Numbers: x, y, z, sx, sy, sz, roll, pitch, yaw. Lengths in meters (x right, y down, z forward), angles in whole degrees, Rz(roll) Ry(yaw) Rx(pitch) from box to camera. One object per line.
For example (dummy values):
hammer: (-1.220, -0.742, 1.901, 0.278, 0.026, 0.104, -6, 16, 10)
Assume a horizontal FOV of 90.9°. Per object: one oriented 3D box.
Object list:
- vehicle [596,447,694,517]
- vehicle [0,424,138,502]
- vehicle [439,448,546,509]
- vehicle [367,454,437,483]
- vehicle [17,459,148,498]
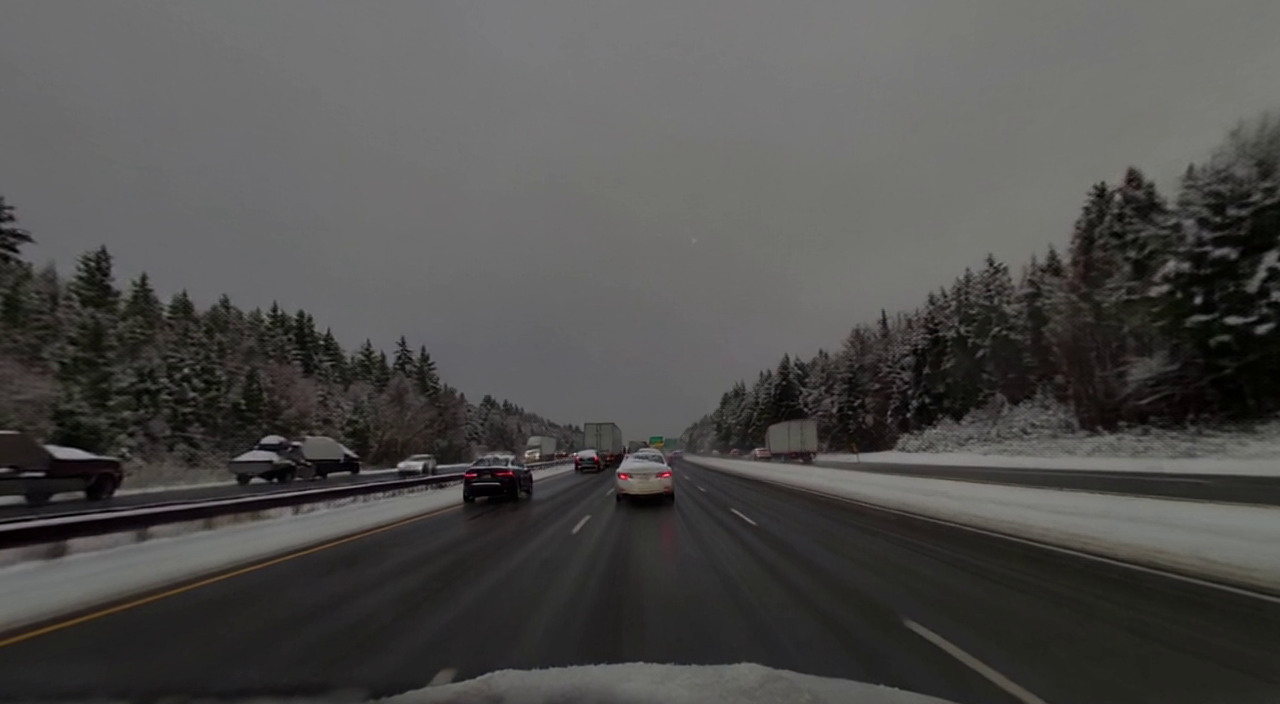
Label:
vehicle: (0.122, 3.069, 15.349, 2.057, 1.449, 3.931, 0, -9, 1)
vehicle: (-32.169, 5.436, 30.898, 2.803, 3.665, 14.746, 0, -9, 1)
vehicle: (-4.034, 3.532, 18.043, 1.929, 1.509, 4.331, 0, -9, 1)
vehicle: (-13.293, 6.535, 35.565, 1.940, 1.482, 4.610, -1, -9, 3)
vehicle: (-27.794, 6.283, 31.707, 1.962, 1.694, 4.917, 0, -9, 2)
